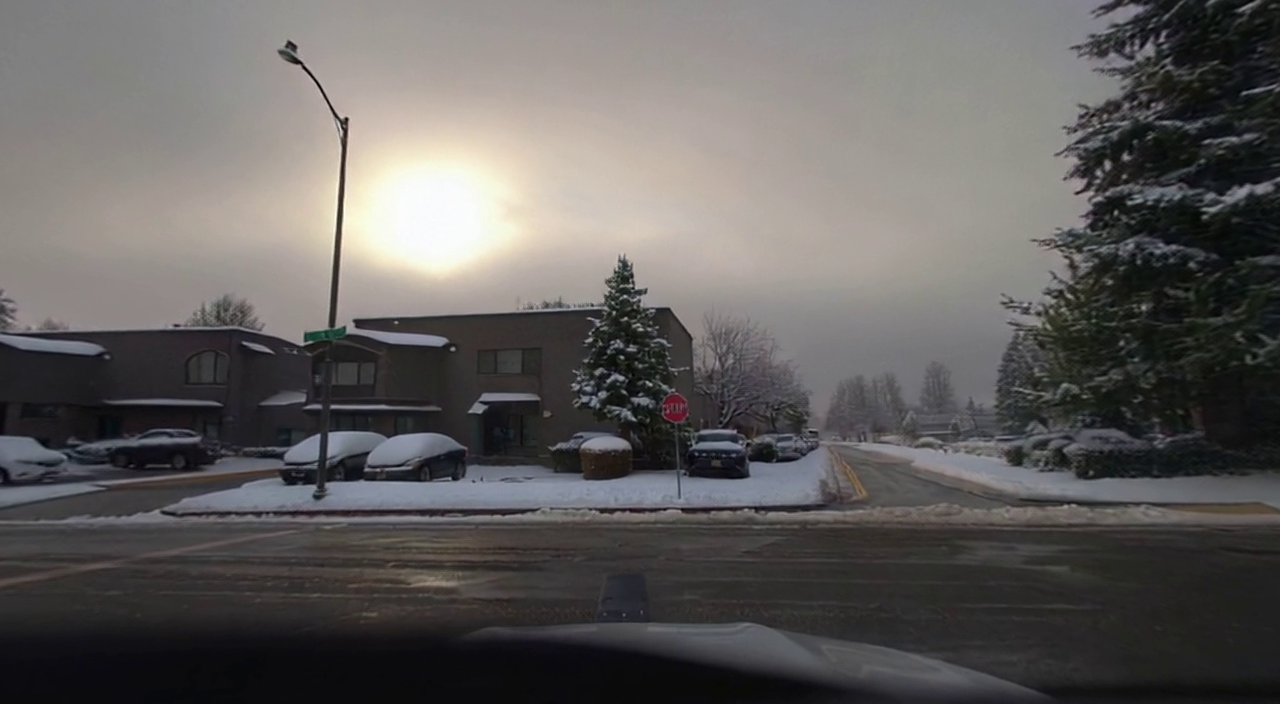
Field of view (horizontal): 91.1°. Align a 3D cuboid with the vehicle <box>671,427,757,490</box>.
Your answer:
[{"bbox_3d":[2.458,3.761,22.623,2.305,1.962,5.685,0,-9,-1],"label":"vehicle"}]

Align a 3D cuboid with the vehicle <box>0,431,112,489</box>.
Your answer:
[{"bbox_3d":[-23.047,3.920,22.941,5.418,1.994,2.233,0,-8,0],"label":"vehicle"}]

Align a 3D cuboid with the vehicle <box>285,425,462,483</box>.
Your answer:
[{"bbox_3d":[-8.412,3.263,20.201,4.778,1.753,1.959,0,-9,-1],"label":"vehicle"}]

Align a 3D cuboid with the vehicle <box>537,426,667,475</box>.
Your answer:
[{"bbox_3d":[-1.531,4.343,27.745,2.267,1.920,5.798,-8,-11,41],"label":"vehicle"}]

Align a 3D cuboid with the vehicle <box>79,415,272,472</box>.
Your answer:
[{"bbox_3d":[-27.758,5.488,37.771,9.384,3.230,2.928,-1,-9,4],"label":"vehicle"}]

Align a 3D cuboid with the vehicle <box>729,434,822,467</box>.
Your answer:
[{"bbox_3d":[8.074,5.874,37.555,5.004,1.797,1.946,-5,-10,31],"label":"vehicle"}]
